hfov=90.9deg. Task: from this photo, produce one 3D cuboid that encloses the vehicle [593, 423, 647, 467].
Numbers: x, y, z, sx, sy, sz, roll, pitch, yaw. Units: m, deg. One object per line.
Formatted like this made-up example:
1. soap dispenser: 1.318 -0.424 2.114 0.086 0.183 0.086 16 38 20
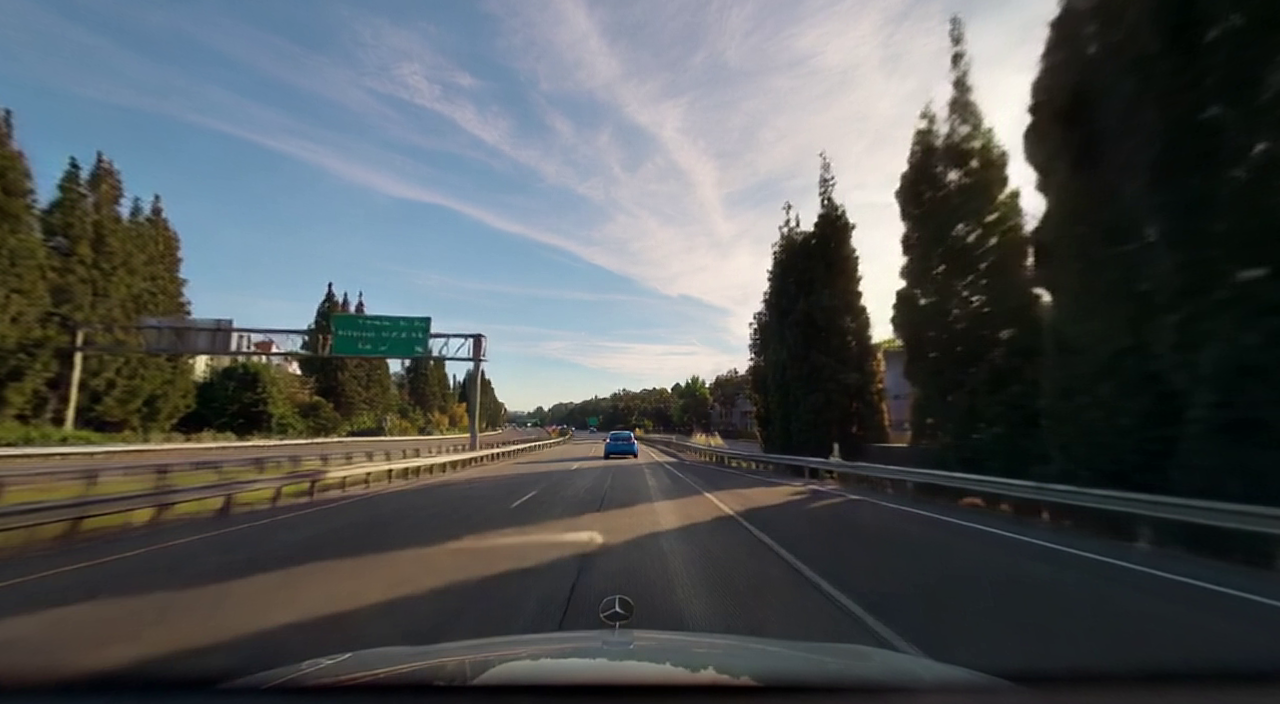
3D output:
1. vehicle: -0.823 3.783 25.720 2.020 1.633 3.942 0 -8 -2
